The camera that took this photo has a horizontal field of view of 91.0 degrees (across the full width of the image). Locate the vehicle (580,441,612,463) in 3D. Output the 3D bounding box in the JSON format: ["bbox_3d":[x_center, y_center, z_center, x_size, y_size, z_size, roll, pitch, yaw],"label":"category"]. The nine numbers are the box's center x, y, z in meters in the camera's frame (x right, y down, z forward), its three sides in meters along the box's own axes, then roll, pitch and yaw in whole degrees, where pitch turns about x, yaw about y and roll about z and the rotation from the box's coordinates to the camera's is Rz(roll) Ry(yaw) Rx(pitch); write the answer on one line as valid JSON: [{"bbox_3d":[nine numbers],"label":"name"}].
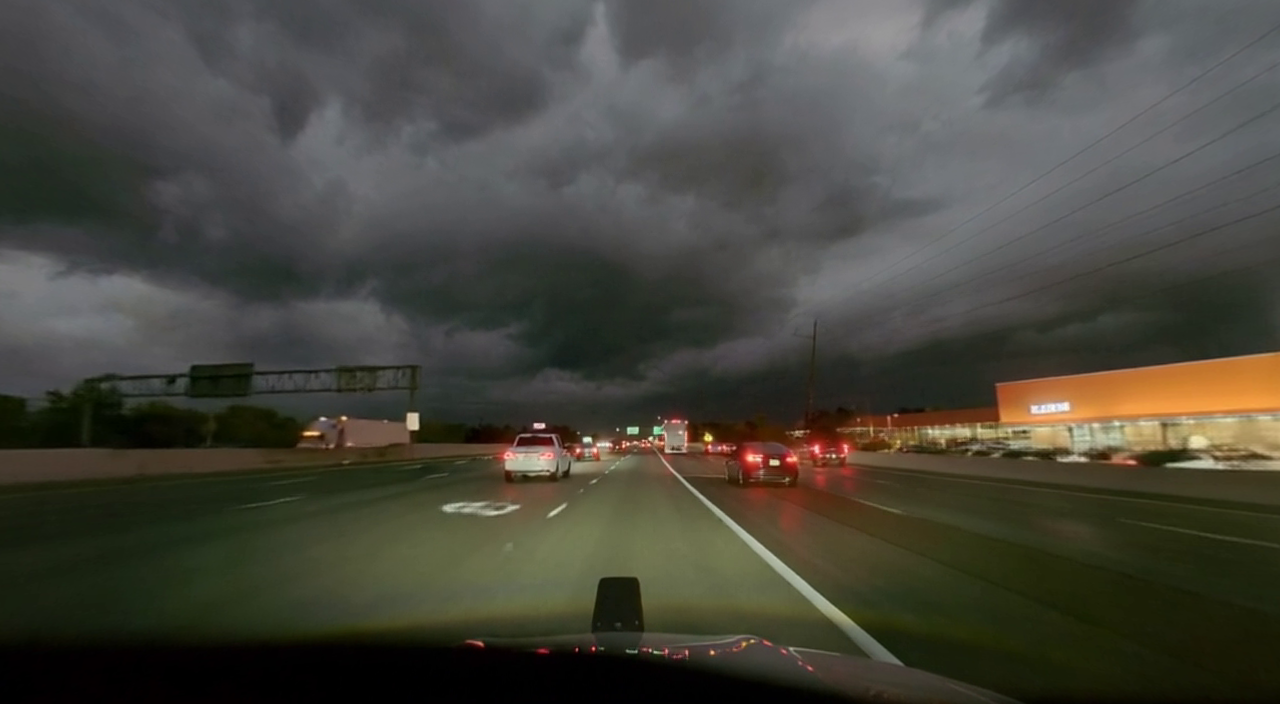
[{"bbox_3d":[-3.107,7.106,44.906,1.929,1.521,4.097,0,-9,1],"label":"vehicle"}]

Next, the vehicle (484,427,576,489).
[{"bbox_3d":[-3.457,3.437,20.731,2.130,1.799,4.583,0,-9,1],"label":"vehicle"}]

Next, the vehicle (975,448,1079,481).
[{"bbox_3d":[28.006,8.144,45.763,5.755,2.190,2.484,-2,-9,2],"label":"vehicle"}]

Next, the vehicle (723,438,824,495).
[{"bbox_3d":[3.820,3.363,18.878,1.980,1.501,4.433,0,-9,-1],"label":"vehicle"}]

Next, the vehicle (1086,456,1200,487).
[{"bbox_3d":[29.786,7.065,37.440,4.811,1.723,2.138,0,-9,4],"label":"vehicle"}]

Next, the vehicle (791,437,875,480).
[{"bbox_3d":[7.758,4.329,25.733,2.075,1.587,3.947,0,-9,-1],"label":"vehicle"}]
